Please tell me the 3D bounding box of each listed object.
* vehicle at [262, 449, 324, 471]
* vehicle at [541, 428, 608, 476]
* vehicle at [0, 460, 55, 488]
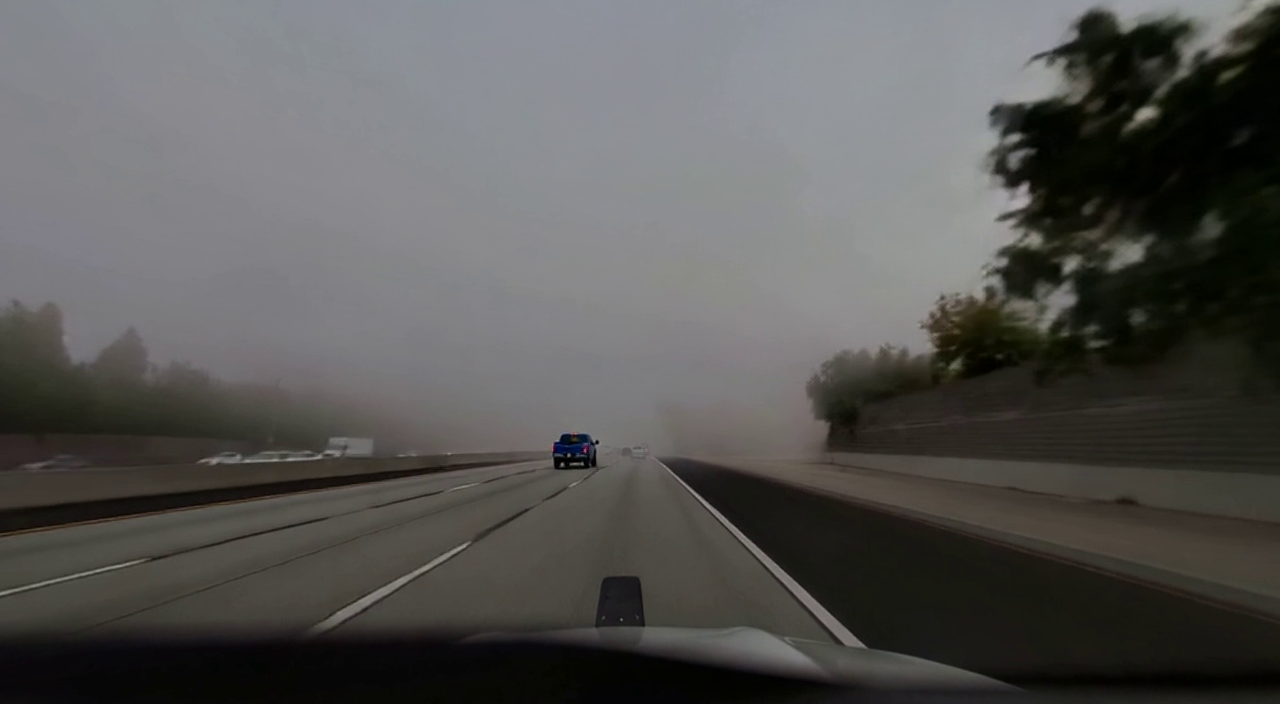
[{"bbox_3d":[-25.574,7.940,46.649,1.916,1.489,4.504,0,-9,1],"label":"vehicle"},{"bbox_3d":[-3.115,4.978,31.575,2.604,2.170,6.271,0,-9,1],"label":"vehicle"},{"bbox_3d":[-36.219,6.915,35.819,1.727,1.445,4.404,0,-9,0],"label":"vehicle"}]
